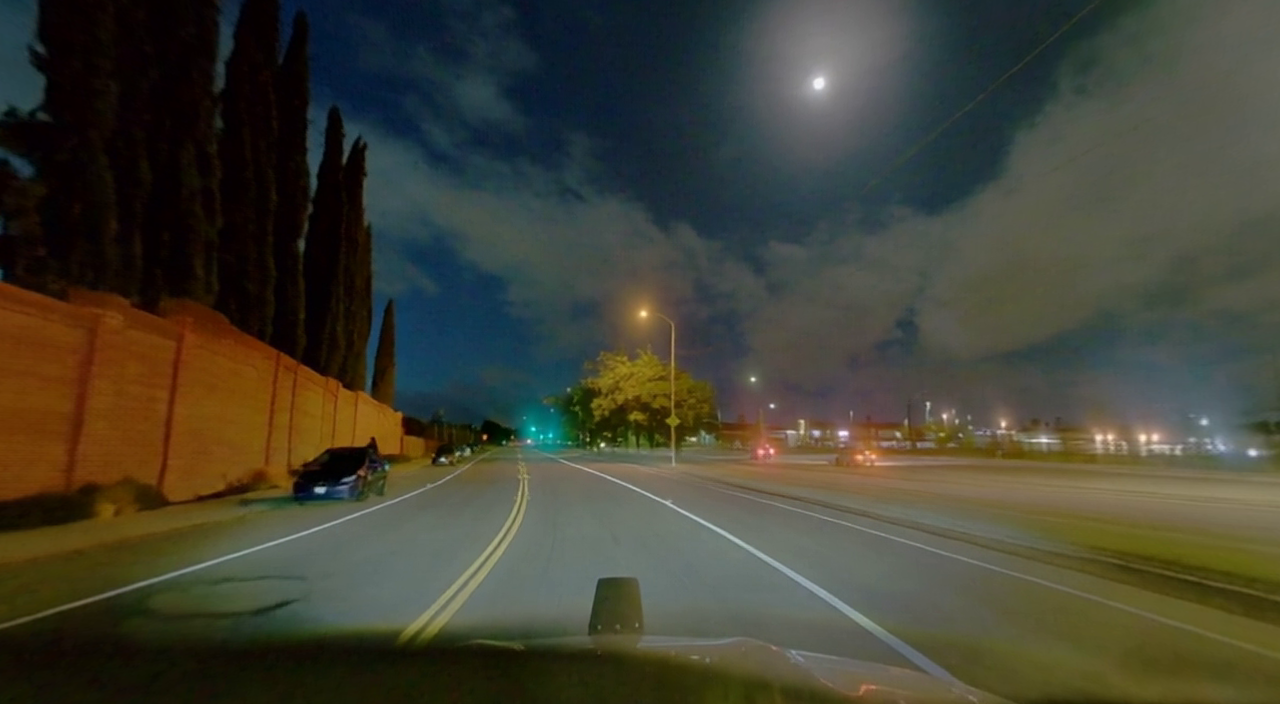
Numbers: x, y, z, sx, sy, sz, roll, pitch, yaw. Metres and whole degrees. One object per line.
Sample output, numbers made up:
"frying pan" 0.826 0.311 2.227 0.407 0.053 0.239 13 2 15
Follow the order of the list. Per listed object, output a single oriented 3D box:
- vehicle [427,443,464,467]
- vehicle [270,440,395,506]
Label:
"vehicle" -13.491 7.128 44.051 1.899 1.485 4.593 3 -8 -11
"vehicle" -8.171 3.208 17.276 1.877 1.507 4.363 3 -8 -10
